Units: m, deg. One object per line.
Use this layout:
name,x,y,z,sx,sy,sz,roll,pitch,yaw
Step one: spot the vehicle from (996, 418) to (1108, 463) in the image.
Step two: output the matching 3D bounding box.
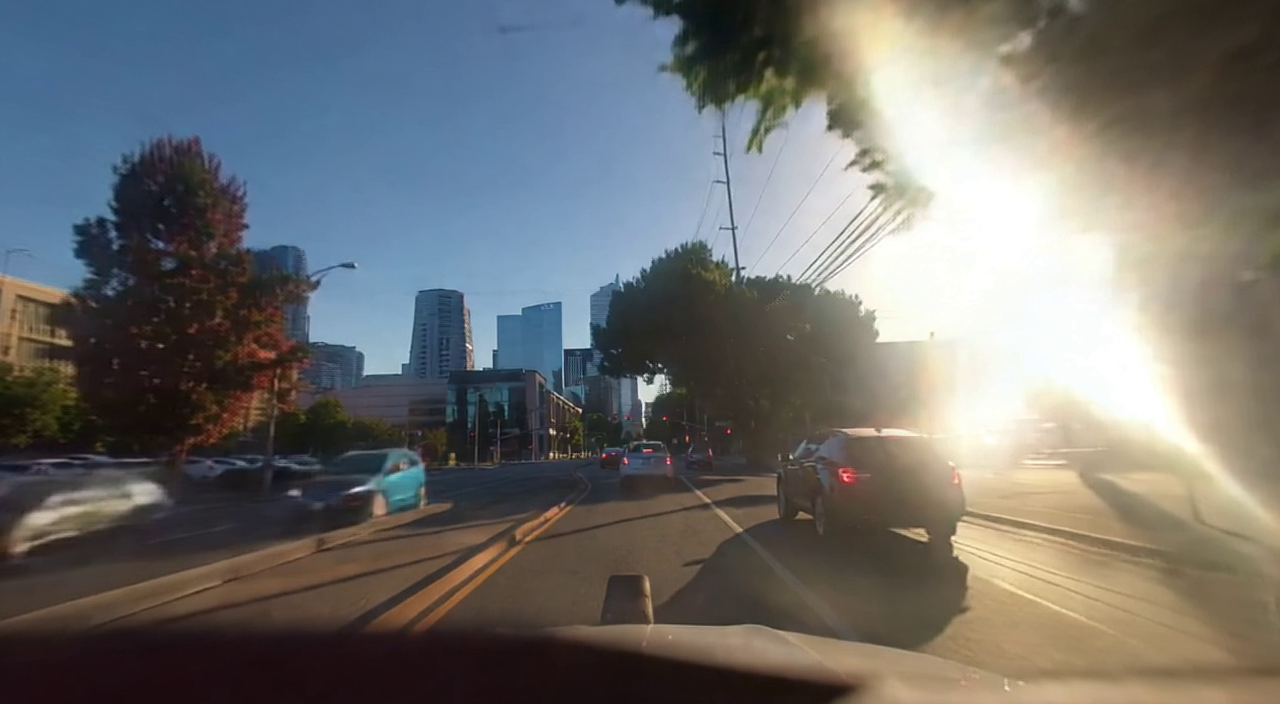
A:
vehicle,18.719,4.138,28.986,1.950,1.797,4.967,-3,-10,3

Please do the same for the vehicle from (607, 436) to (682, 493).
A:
vehicle,0.133,3.615,20.634,2.200,1.653,4.127,0,-9,0

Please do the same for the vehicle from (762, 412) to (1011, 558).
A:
vehicle,3.373,1.922,9.813,2.024,1.711,4.512,0,-9,0

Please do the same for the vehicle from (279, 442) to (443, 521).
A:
vehicle,-6.658,3.092,15.711,2.008,1.638,4.552,0,-9,0

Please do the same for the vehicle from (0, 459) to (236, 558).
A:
vehicle,-10.542,2.940,12.563,1.967,1.494,4.483,0,-9,0

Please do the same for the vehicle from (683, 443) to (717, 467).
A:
vehicle,3.938,6.876,42.152,1.880,1.503,4.130,0,-9,0
